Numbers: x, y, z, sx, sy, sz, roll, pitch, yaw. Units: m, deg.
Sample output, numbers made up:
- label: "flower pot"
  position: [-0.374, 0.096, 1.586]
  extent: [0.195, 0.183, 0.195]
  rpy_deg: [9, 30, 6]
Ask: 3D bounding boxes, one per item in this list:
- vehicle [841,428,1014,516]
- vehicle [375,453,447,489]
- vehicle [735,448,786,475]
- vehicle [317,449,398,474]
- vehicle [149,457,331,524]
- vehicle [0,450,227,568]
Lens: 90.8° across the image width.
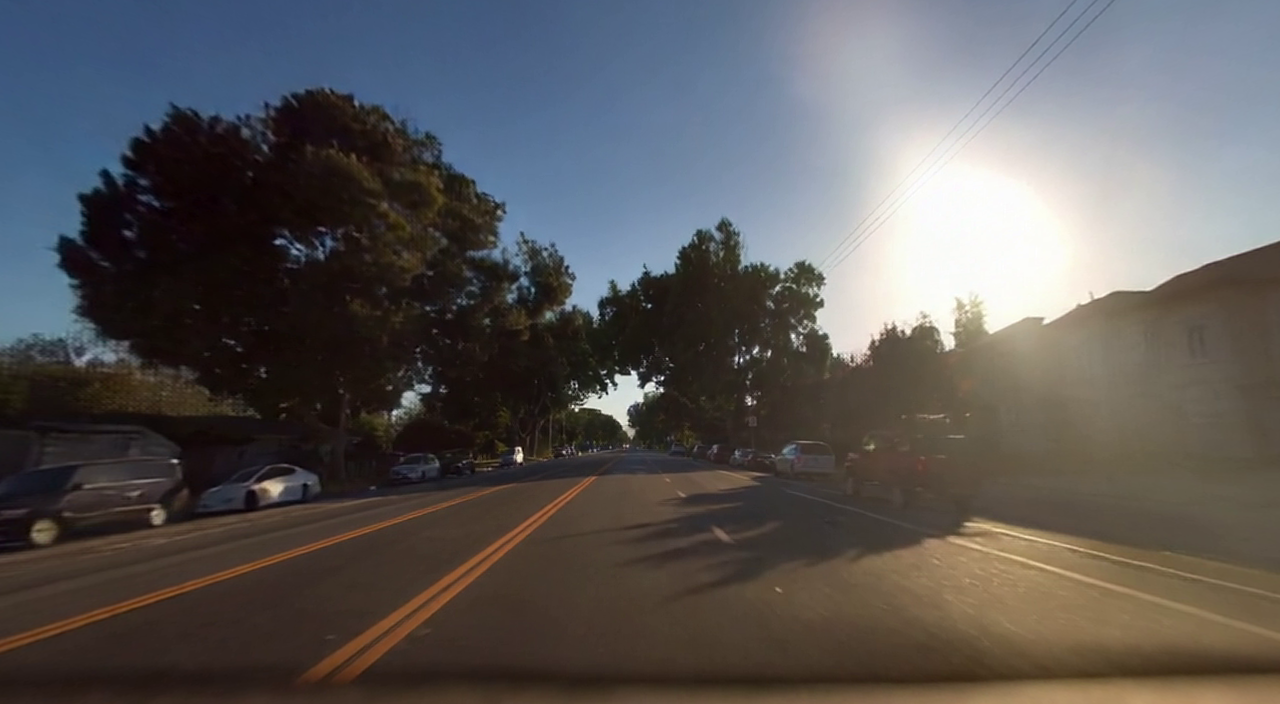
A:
- label: "vehicle"
  position: [7.150, 3.015, 16.453]
  extent: [2.103, 1.912, 4.892]
  rpy_deg: [0, -9, -1]
- label: "vehicle"
  position: [-10.872, 5.655, 30.339]
  extent: [1.840, 1.526, 4.214]
  rpy_deg: [-1, -9, 1]
- label: "vehicle"
  position: [7.072, 6.455, 37.670]
  extent: [1.982, 1.479, 4.687]
  rpy_deg: [0, -9, -2]
- label: "vehicle"
  position: [-19.205, 7.485, 43.075]
  extent: [4.664, 1.524, 1.891]
  rpy_deg: [-2, -10, 1]
- label: "vehicle"
  position: [-10.857, 3.752, 17.707]
  extent: [2.007, 1.528, 4.710]
  rpy_deg: [-2, -9, 0]
- label: "vehicle"
  position: [-10.807, 2.782, 12.050]
  extent: [2.050, 1.769, 5.585]
  rpy_deg: [0, -9, 0]
